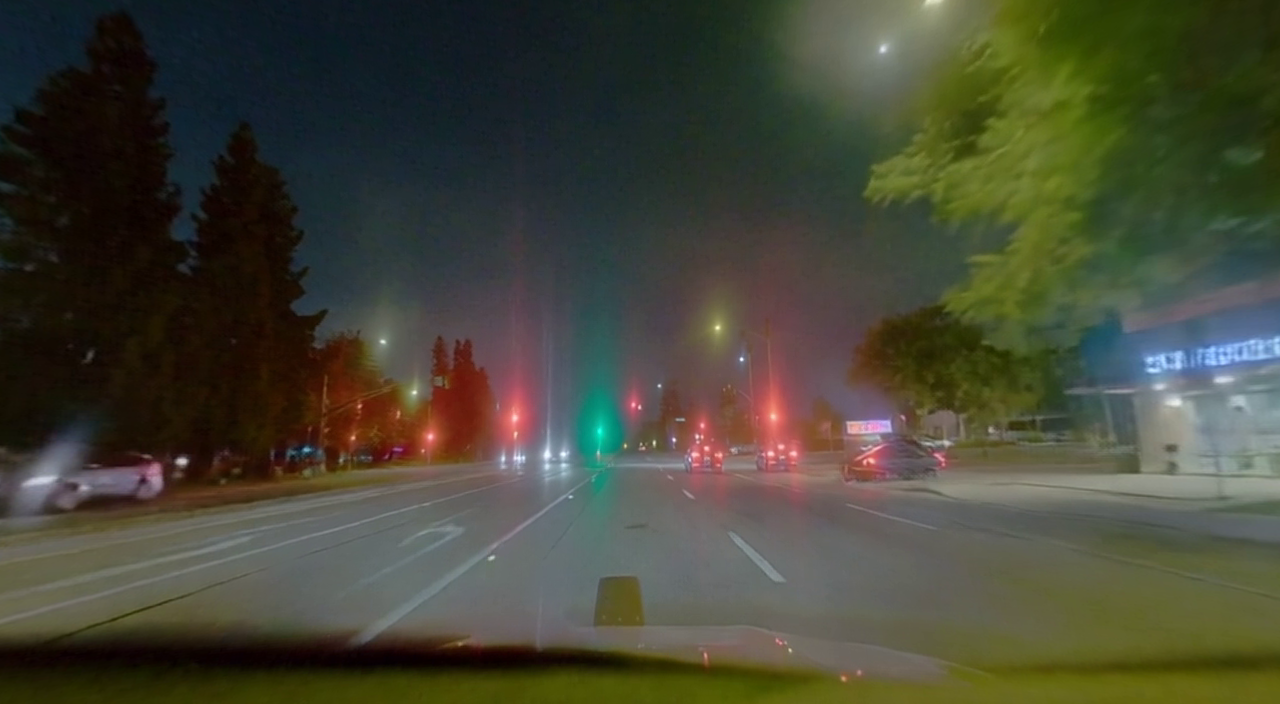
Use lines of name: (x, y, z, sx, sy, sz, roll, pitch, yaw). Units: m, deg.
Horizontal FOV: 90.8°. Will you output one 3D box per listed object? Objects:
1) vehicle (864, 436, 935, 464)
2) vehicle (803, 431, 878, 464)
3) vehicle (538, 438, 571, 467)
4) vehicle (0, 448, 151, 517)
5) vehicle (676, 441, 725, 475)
vehicle: (14.877, 5.606, 36.224, 3.552, 1.484, 1.883, 4, -9, -29)
vehicle: (13.262, 6.271, 41.604, 5.115, 1.997, 2.279, 6, -11, -42)
vehicle: (-6.586, 7.637, 48.187, 2.270, 2.068, 5.517, 1, -8, -10)
vehicle: (-18.588, 4.067, 20.303, 2.026, 1.885, 4.539, 0, -8, 0)
vehicle: (3.008, 5.334, 32.121, 1.961, 1.580, 4.020, 0, -8, -2)
